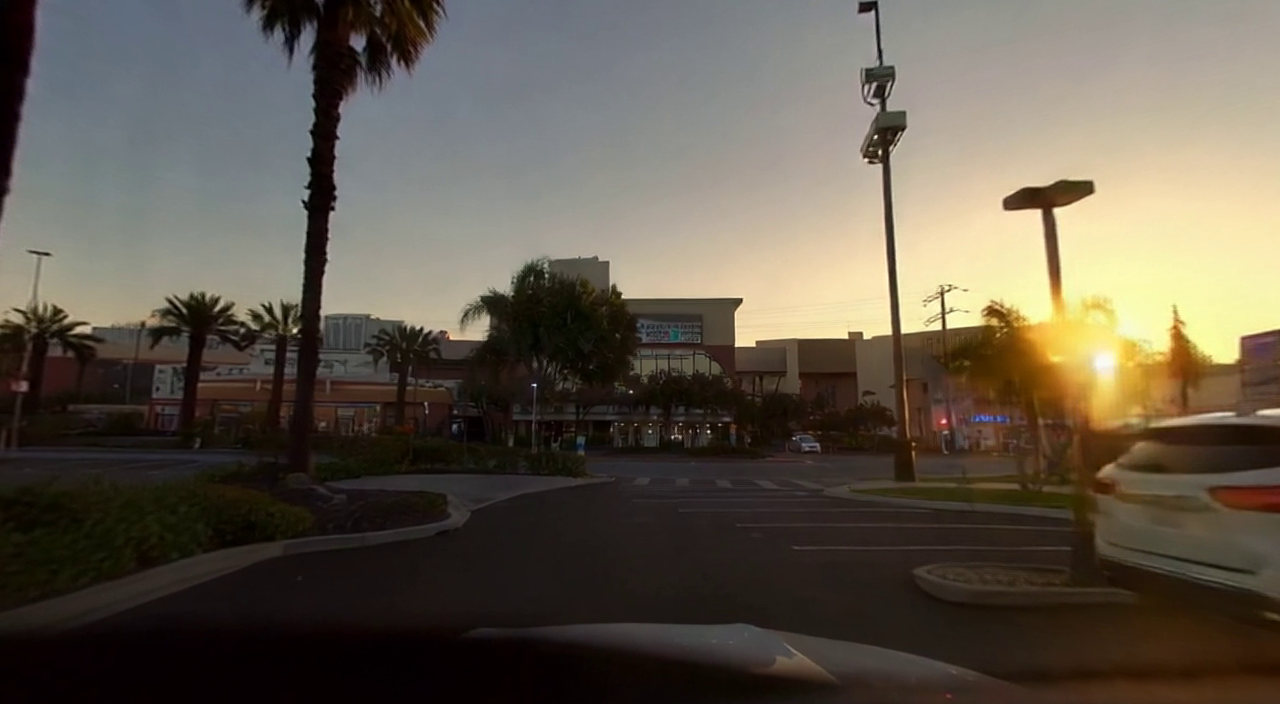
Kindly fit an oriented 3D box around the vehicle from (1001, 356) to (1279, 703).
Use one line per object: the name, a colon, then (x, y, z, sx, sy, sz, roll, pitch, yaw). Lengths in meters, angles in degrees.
vehicle: (5.421, 1.105, 4.350, 4.560, 1.818, 2.148, 1, -8, -4)
